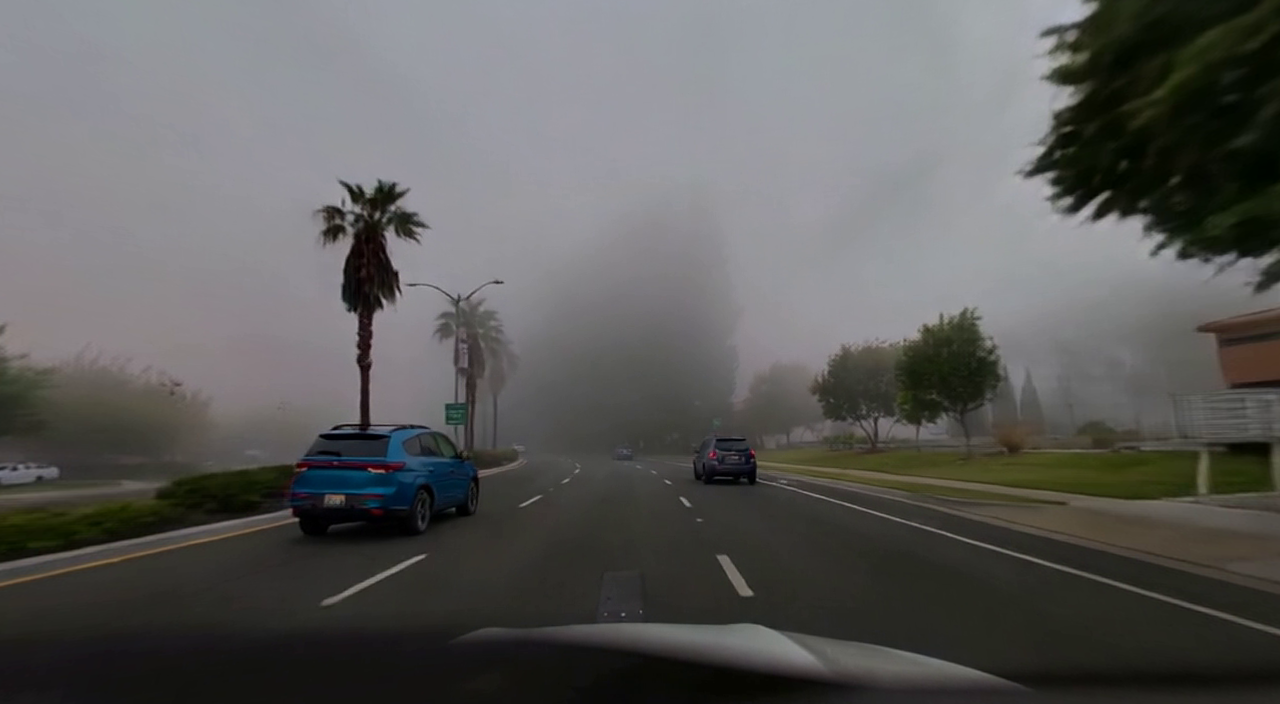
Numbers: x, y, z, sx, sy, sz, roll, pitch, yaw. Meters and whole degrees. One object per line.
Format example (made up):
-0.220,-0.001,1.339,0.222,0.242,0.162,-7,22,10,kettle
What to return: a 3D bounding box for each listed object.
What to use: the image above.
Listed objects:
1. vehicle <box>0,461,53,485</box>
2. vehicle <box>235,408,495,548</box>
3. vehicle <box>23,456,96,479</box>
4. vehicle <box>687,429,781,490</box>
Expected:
-37.702,7.231,37.565,3.430,1.341,1.611,-1,-9,-2,vehicle
-4.070,1.967,10.488,2.150,1.768,4.868,0,-9,0,vehicle
-39.422,7.843,42.686,3.285,1.351,1.575,-1,-9,-7,vehicle
3.001,3.574,21.215,2.195,1.804,4.658,1,-9,-3,vehicle
